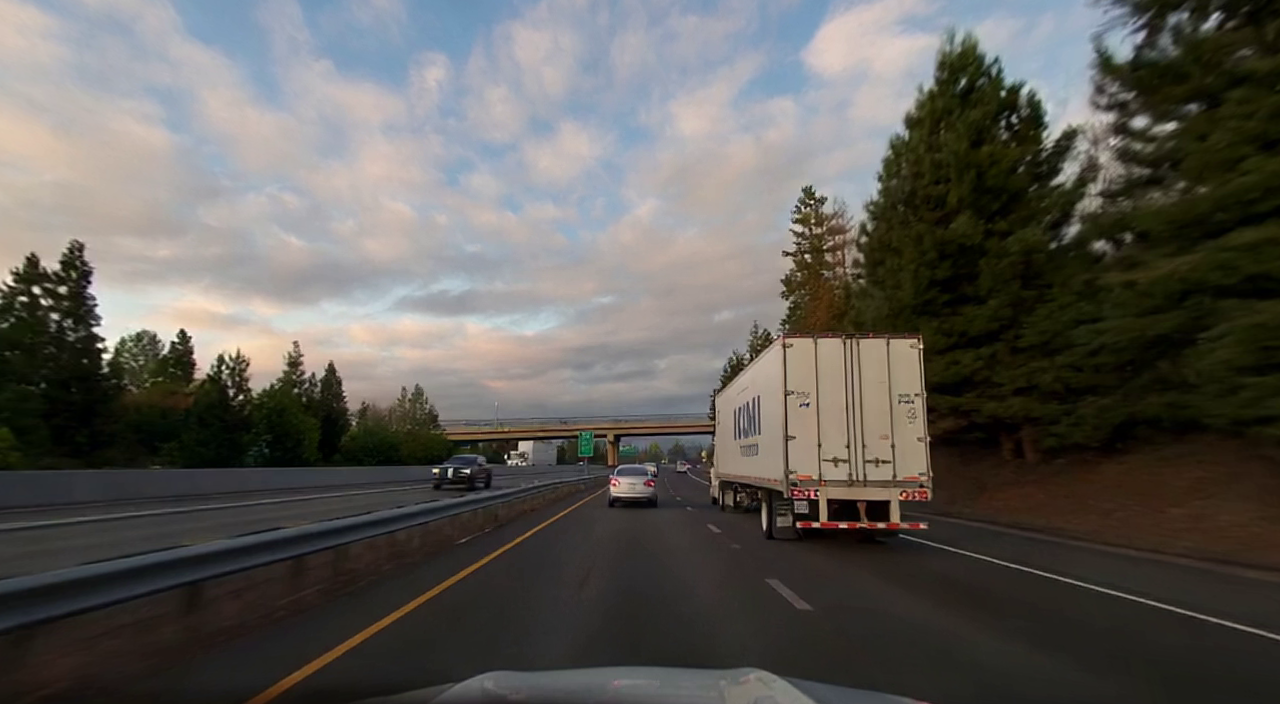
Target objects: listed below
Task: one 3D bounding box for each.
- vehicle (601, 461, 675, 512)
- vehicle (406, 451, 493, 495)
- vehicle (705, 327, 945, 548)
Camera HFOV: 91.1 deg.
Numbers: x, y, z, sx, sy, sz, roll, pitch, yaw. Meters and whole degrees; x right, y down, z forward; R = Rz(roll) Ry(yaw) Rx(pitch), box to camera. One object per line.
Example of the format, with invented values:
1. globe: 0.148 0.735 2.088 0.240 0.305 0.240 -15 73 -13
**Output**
1. vehicle: -0.059 4.292 20.278 2.156 1.444 3.762 1 -10 0
2. vehicle: -8.926 5.768 30.039 2.162 1.857 5.332 0 -11 3
3. vehicle: 4.319 3.096 20.255 2.964 4.188 16.587 1 -11 1
